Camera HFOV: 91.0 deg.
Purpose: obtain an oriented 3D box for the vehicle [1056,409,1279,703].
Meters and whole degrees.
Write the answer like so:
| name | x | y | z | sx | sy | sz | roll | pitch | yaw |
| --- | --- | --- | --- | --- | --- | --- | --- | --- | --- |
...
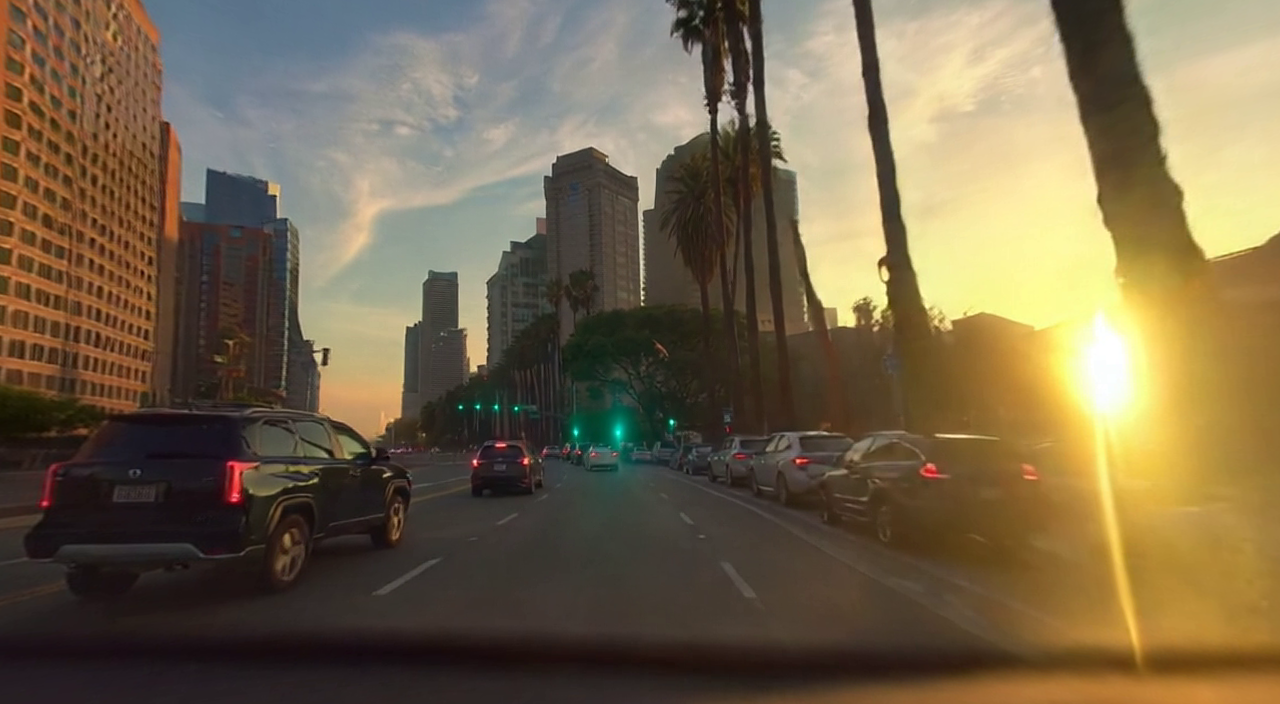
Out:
| name | x | y | z | sx | sy | sz | roll | pitch | yaw |
| --- | --- | --- | --- | --- | --- | --- | --- | --- | --- |
| vehicle | 4.096 | 0.970 | 2.623 | 1.829 | 1.499 | 4.109 | 0 | -9 | -1 |

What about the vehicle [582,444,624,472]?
| name | x | y | z | sx | sy | sz | roll | pitch | yaw |
| --- | --- | --- | --- | --- | --- | --- | --- | --- | --- |
| vehicle | -2.088 | 5.755 | 34.411 | 2.036 | 1.461 | 3.890 | 1 | -9 | -7 |

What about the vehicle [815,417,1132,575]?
| name | x | y | z | sx | sy | sz | roll | pitch | yaw |
| --- | --- | --- | --- | --- | --- | --- | --- | --- | --- |
| vehicle | 4.048 | 1.814 | 8.753 | 1.773 | 1.584 | 4.553 | 0 | -9 | -2 |

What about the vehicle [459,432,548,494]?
| name | x | y | z | sx | sy | sz | roll | pitch | yaw |
| --- | --- | --- | --- | --- | --- | --- | --- | --- | --- |
| vehicle | -4.191 | 3.482 | 20.125 | 2.014 | 1.740 | 4.392 | 0 | -9 | -2 |

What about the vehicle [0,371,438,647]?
| name | x | y | z | sx | sy | sz | roll | pitch | yaw |
| --- | --- | --- | --- | --- | --- | --- | --- | --- | --- |
| vehicle | -3.660 | 1.336 | 6.300 | 1.800 | 1.797 | 4.224 | 0 | -9 | 1 |
